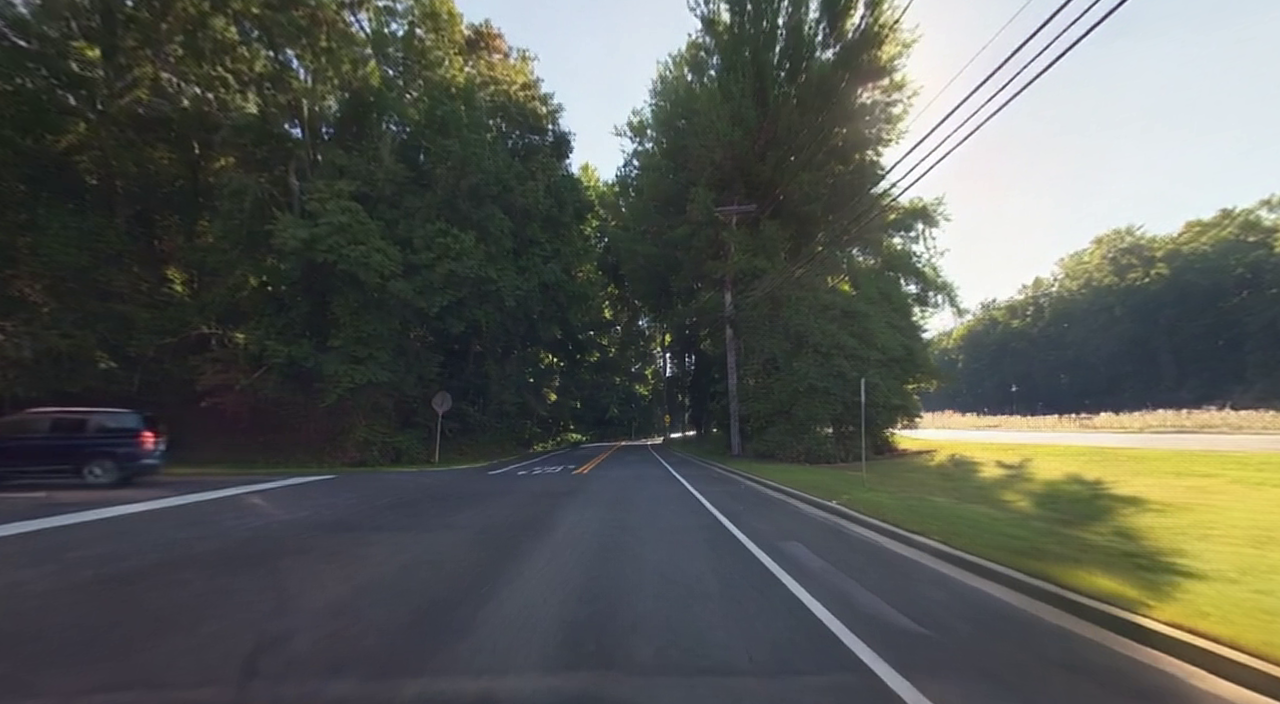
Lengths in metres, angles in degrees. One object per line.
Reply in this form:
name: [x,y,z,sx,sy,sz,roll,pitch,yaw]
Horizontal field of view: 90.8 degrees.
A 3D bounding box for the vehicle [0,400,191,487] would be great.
vehicle: [-14.620,2.284,15.762,5.020,1.973,2.348,3,-9,-21]
